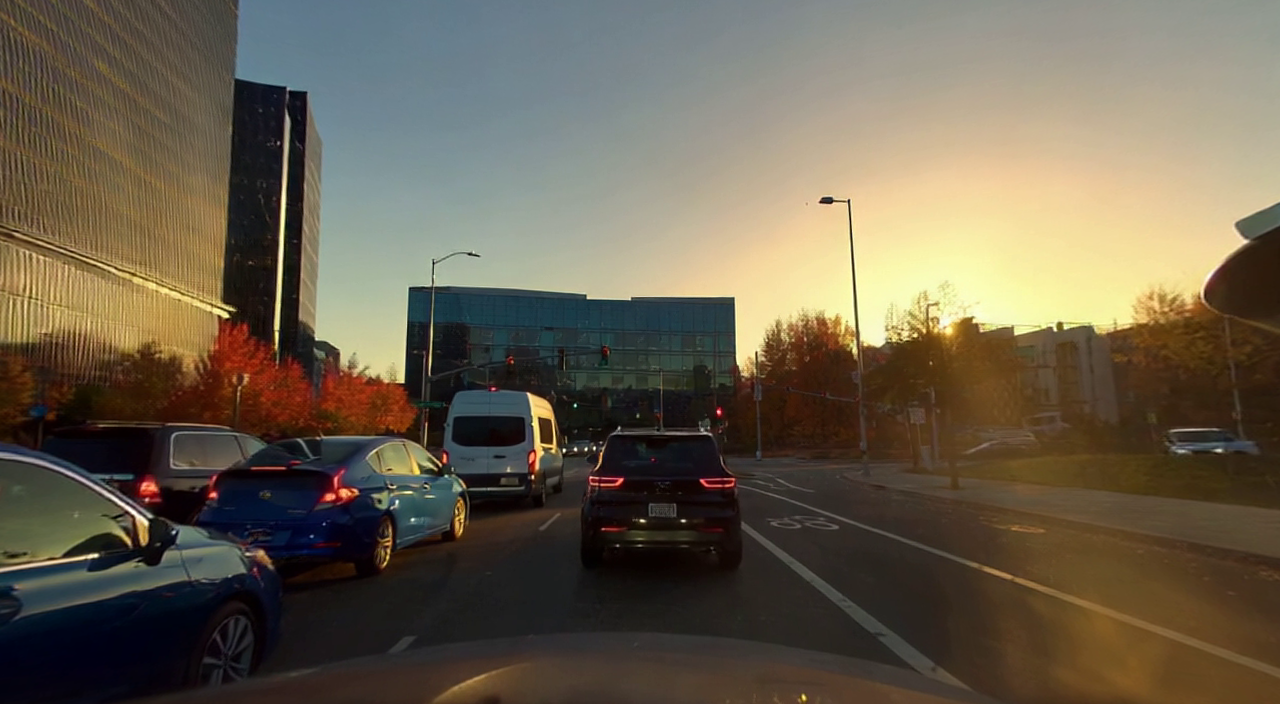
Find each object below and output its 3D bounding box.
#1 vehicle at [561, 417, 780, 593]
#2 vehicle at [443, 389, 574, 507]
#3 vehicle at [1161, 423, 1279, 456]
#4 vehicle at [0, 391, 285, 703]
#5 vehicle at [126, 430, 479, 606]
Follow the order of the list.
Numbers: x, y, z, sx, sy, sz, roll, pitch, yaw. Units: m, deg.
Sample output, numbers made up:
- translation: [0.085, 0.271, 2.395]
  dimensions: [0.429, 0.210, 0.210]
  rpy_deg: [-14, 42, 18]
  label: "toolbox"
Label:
- translation: [0.199, 1.669, 7.568]
  dimensions: [1.979, 1.562, 3.630]
  rpy_deg: [0, -9, -3]
  label: "vehicle"
- translation: [-3.265, 2.593, 17.040]
  dimensions: [2.343, 2.635, 5.684]
  rpy_deg: [0, -9, -1]
  label: "vehicle"
- translation: [28.447, 4.335, 30.814]
  dimensions: [1.762, 1.487, 4.488]
  rpy_deg: [-1, -9, 1]
  label: "vehicle"
- translation: [-2.905, 0.817, 1.515]
  dimensions: [1.893, 1.491, 3.798]
  rpy_deg: [0, -9, -1]
  label: "vehicle"
- translation: [-3.480, 1.774, 7.616]
  dimensions: [1.955, 1.499, 4.223]
  rpy_deg: [0, -9, 0]
  label: "vehicle"
